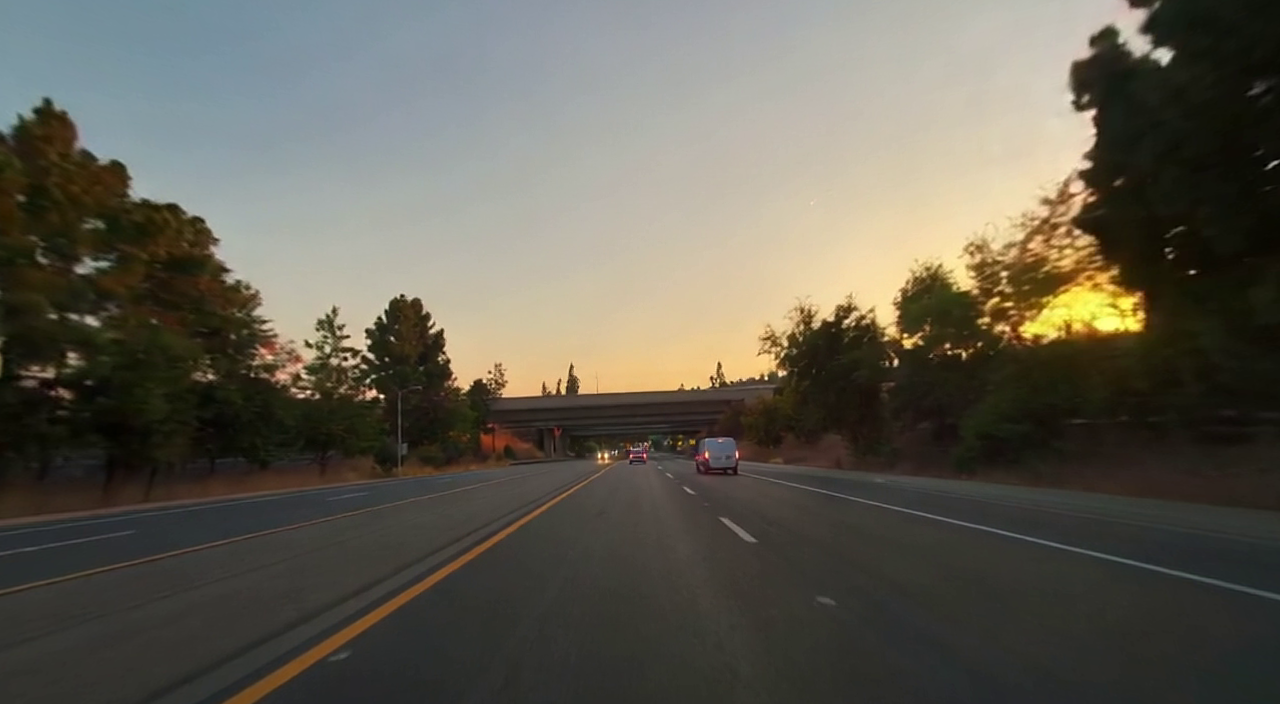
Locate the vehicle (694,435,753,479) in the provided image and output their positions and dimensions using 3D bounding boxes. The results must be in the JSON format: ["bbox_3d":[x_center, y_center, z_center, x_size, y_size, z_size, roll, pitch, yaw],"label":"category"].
[{"bbox_3d":[4.067,5.220,31.665,2.152,1.998,5.380,0,-9,-1],"label":"vehicle"}]

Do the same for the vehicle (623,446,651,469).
[{"bbox_3d":[-0.184,7.805,46.656,2.013,1.584,3.995,0,-9,0],"label":"vehicle"}]
